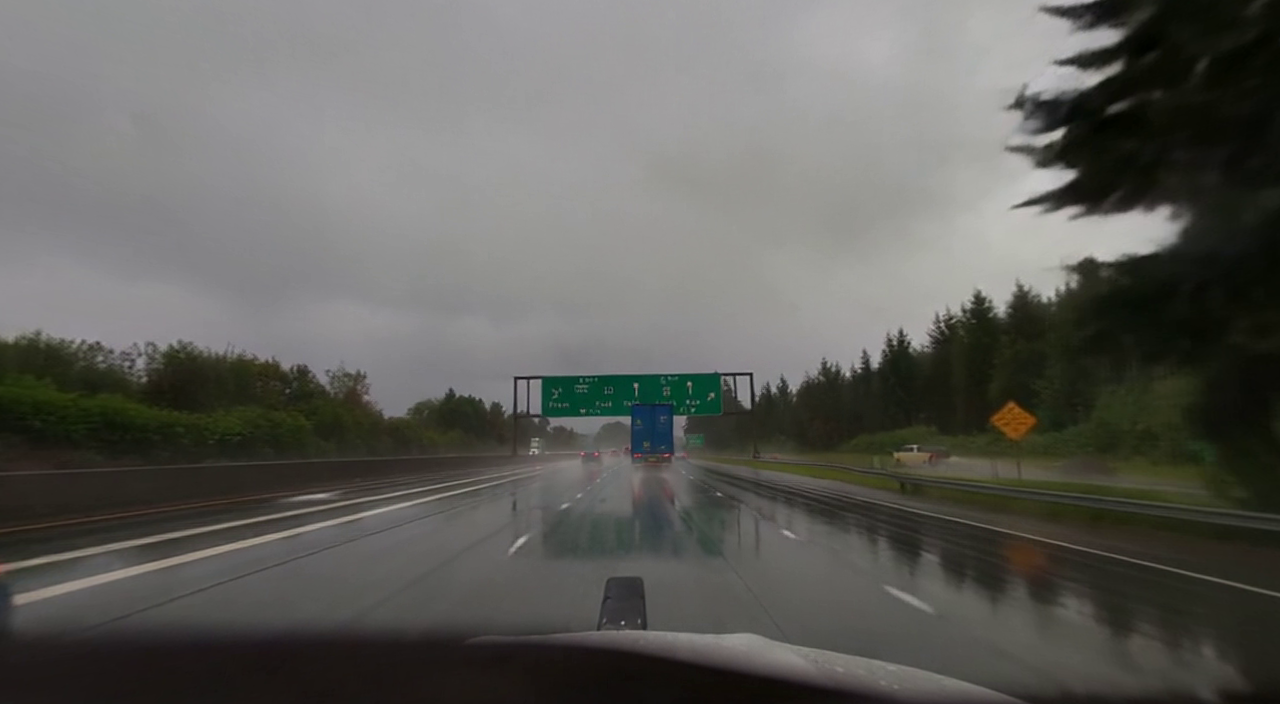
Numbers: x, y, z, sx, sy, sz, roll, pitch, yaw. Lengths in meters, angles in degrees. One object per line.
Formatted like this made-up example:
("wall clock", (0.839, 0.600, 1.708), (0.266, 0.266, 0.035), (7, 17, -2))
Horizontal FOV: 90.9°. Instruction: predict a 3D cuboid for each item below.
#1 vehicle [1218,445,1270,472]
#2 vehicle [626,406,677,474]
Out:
("vehicle", (35.681, 6.247, 37.175), (1.958, 1.442, 4.396), (-8, -12, 44))
("vehicle", (0.700, 6.043, 42.963), (3.022, 4.072, 10.318), (0, -9, 0))
